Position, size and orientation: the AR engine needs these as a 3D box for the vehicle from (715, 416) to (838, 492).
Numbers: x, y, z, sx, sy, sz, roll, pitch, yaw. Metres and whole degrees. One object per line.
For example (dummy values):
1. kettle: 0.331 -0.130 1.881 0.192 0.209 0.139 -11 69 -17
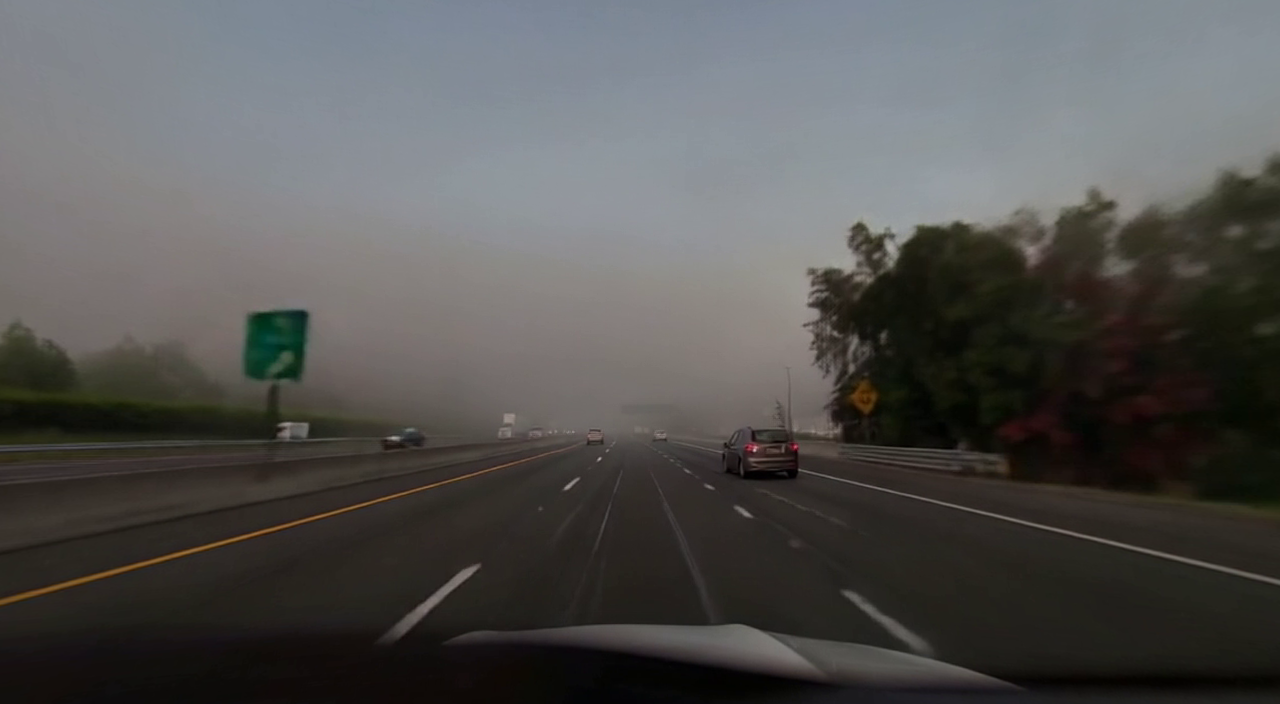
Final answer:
1. vehicle: 3.218 2.507 15.811 2.022 1.637 4.229 0 -8 -2

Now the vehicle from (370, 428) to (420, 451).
1. vehicle: -16.406 5.862 42.385 1.863 1.450 3.813 0 -8 -1
